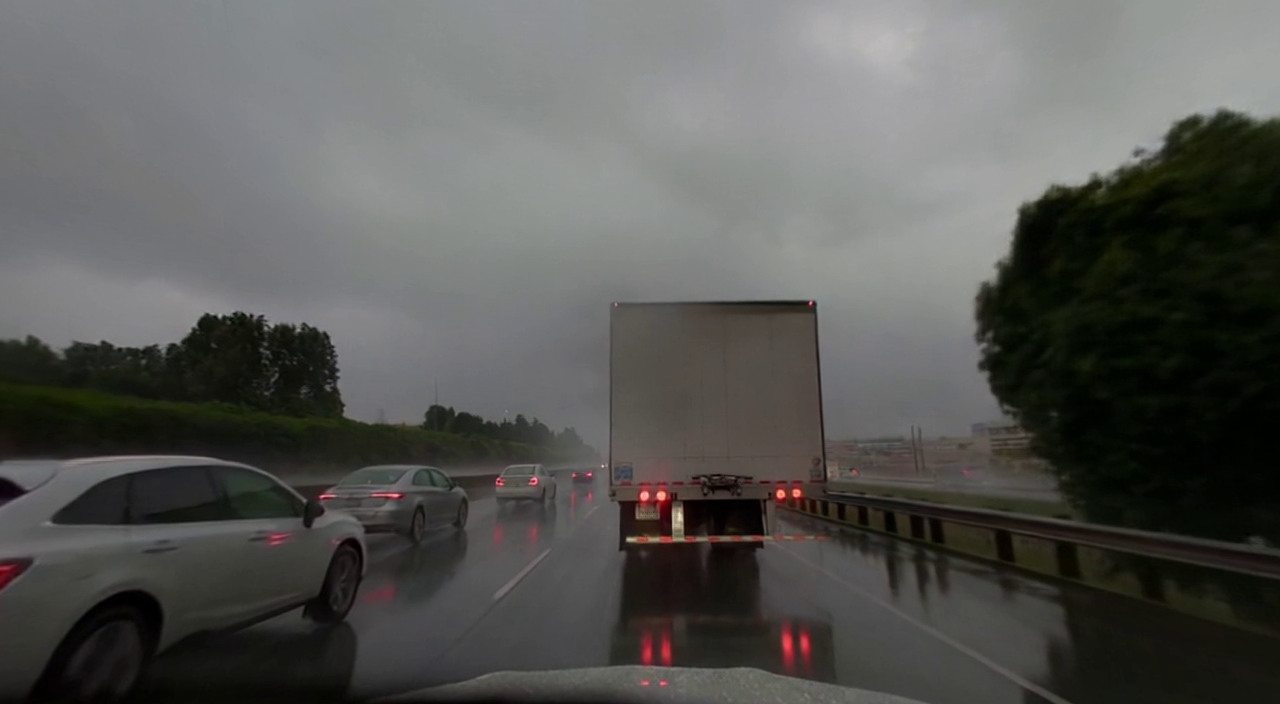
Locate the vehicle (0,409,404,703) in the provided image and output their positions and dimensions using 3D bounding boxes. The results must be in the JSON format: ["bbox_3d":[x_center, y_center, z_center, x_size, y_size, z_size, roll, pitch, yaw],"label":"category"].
[{"bbox_3d":[-3.501,1.293,4.158,1.983,1.509,4.679,0,-11,1],"label":"vehicle"}]

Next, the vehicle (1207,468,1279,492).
[{"bbox_3d":[40.582,8.500,41.941,3.974,1.485,1.709,1,-11,-1],"label":"vehicle"}]

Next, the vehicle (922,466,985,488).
[{"bbox_3d":[23.566,9.377,47.352,4.107,1.485,1.796,-5,-12,28],"label":"vehicle"}]

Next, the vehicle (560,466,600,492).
[{"bbox_3d":[-3.477,7.484,37.278,1.867,1.418,3.670,0,-11,2],"label":"vehicle"}]

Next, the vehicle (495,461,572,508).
[{"bbox_3d":[-3.754,4.801,23.065,1.964,1.482,4.371,0,-11,1],"label":"vehicle"}]

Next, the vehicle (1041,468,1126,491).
[{"bbox_3d":[30.196,8.677,43.046,4.299,1.465,1.807,-2,-11,15],"label":"vehicle"}]

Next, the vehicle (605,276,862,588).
[{"bbox_3d":[0.944,1.646,11.514,2.831,3.529,8.689,1,-11,-1],"label":"vehicle"}]
